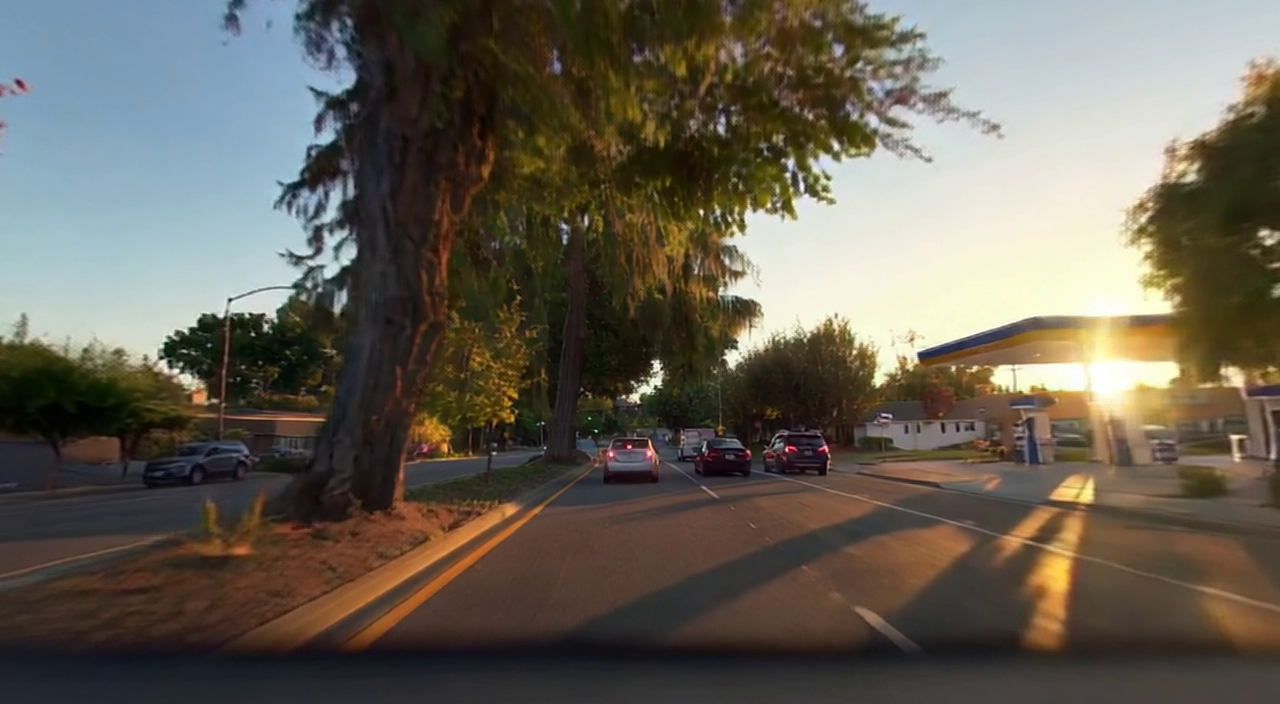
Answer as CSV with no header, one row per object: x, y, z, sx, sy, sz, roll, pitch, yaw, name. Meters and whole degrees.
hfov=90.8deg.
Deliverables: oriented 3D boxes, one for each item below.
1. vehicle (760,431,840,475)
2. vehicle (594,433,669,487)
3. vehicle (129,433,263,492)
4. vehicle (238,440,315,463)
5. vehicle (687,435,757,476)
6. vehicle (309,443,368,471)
6.893,4.411,27.820,2.117,1.757,4.969,0,-8,-1,vehicle
-0.226,3.267,19.346,2.052,1.488,3.779,0,-8,0,vehicle
-19.113,4.687,27.607,2.222,2.141,5.390,-1,-6,-3,vehicle
-28.403,7.776,49.476,4.699,1.775,2.007,0,-9,0,vehicle
3.200,4.166,25.607,2.124,1.476,4.730,0,-9,-1,vehicle
-19.508,6.801,41.093,1.903,1.706,3.994,0,-8,-1,vehicle
